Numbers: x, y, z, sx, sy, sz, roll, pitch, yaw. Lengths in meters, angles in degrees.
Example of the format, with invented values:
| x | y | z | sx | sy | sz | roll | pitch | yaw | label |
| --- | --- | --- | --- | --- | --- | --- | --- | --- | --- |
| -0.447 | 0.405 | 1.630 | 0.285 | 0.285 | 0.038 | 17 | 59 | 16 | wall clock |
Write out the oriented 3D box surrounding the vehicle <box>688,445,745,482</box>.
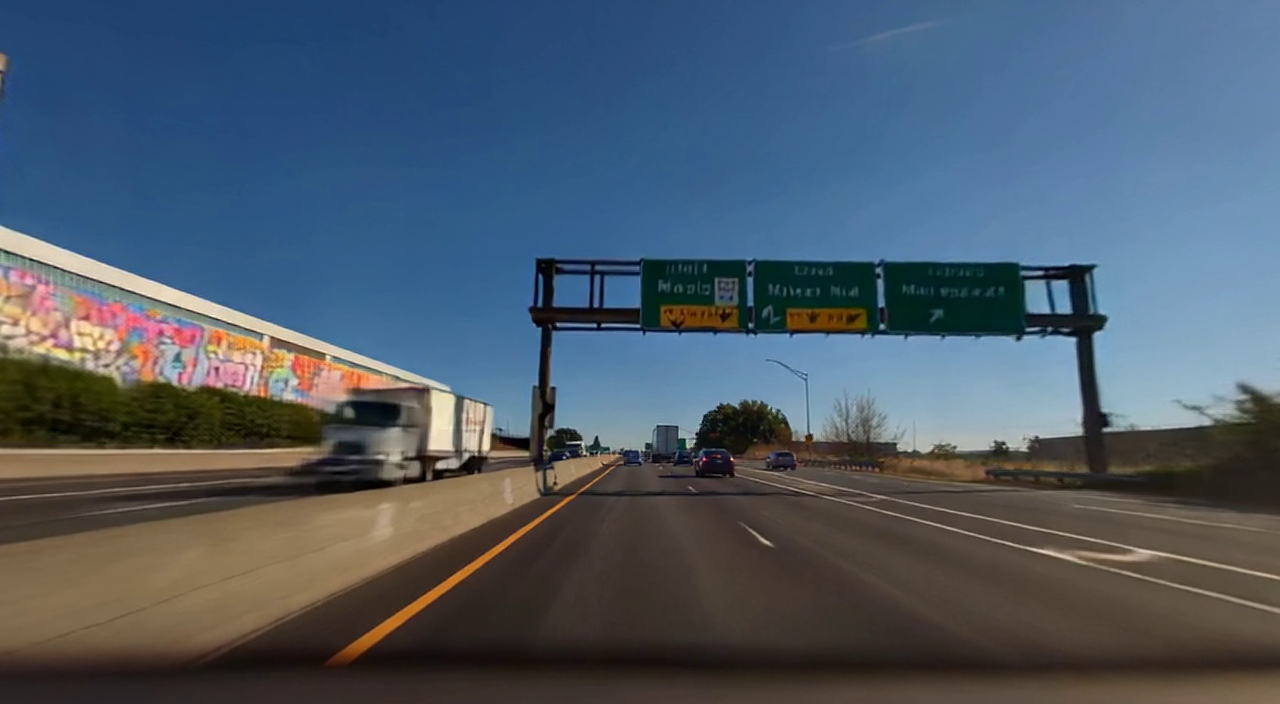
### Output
| x | y | z | sx | sy | sz | roll | pitch | yaw | label |
| --- | --- | --- | --- | --- | --- | --- | --- | --- | --- |
| 3.522 | 5.262 | 29.867 | 2.045 | 1.605 | 4.674 | 0 | -9 | -1 | vehicle |

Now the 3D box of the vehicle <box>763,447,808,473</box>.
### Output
| x | y | z | sx | sy | sz | roll | pitch | yaw | label |
| --- | --- | --- | --- | --- | --- | --- | --- | --- | --- |
| 9.909 | 7.378 | 42.951 | 2.107 | 1.648 | 4.324 | -1 | -9 | 1 | vehicle |

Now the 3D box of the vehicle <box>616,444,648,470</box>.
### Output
| x | y | z | sx | sy | sz | roll | pitch | yaw | label |
| --- | --- | --- | --- | --- | --- | --- | --- | --- | --- |
| -0.586 | 7.510 | 44.879 | 2.169 | 1.753 | 4.151 | 0 | -9 | -1 | vehicle |

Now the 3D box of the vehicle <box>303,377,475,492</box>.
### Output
| x | y | z | sx | sy | sz | roll | pitch | yaw | label |
| --- | --- | --- | --- | --- | --- | --- | --- | --- | --- |
| -8.422 | 3.024 | 22.448 | 2.794 | 3.367 | 8.009 | 0 | -9 | 0 | vehicle |
